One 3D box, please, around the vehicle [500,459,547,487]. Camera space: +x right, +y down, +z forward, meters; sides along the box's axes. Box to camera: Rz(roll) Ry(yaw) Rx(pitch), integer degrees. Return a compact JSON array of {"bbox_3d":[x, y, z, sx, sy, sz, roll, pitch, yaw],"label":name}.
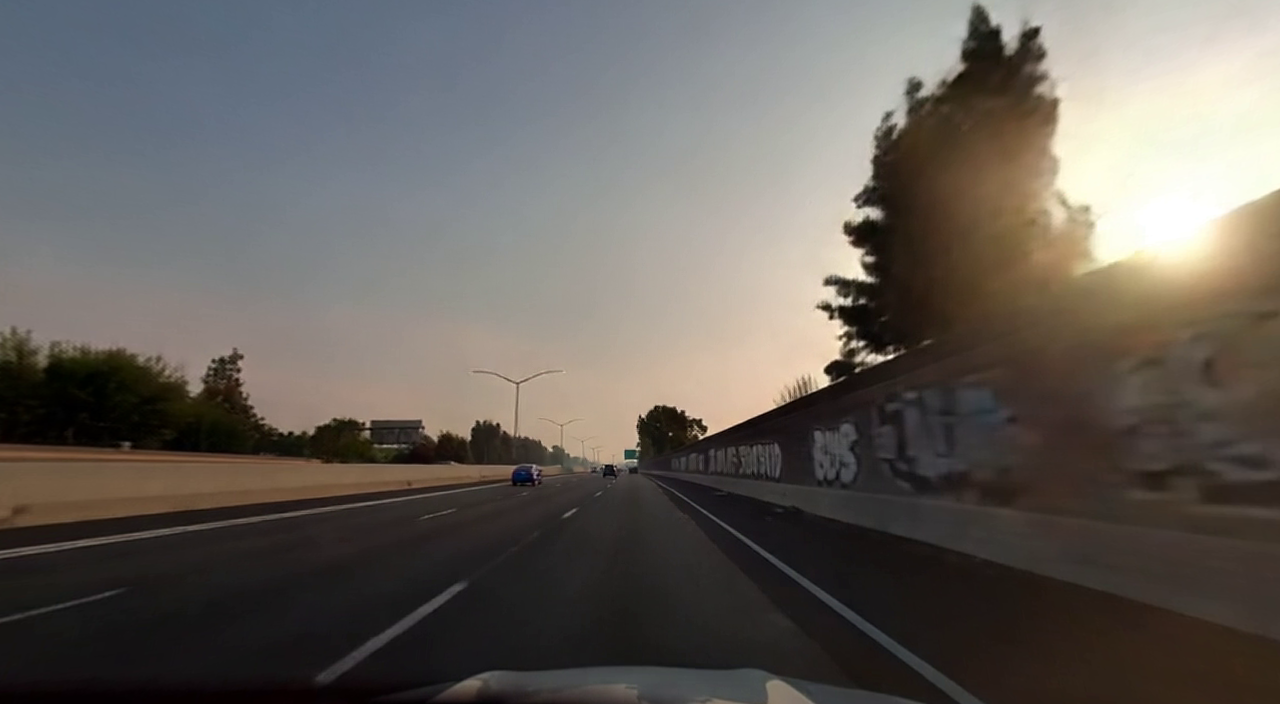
[{"bbox_3d":[-7.267,7.608,39.808,2.124,1.630,4.416,1,-10,0],"label":"vehicle"}]
